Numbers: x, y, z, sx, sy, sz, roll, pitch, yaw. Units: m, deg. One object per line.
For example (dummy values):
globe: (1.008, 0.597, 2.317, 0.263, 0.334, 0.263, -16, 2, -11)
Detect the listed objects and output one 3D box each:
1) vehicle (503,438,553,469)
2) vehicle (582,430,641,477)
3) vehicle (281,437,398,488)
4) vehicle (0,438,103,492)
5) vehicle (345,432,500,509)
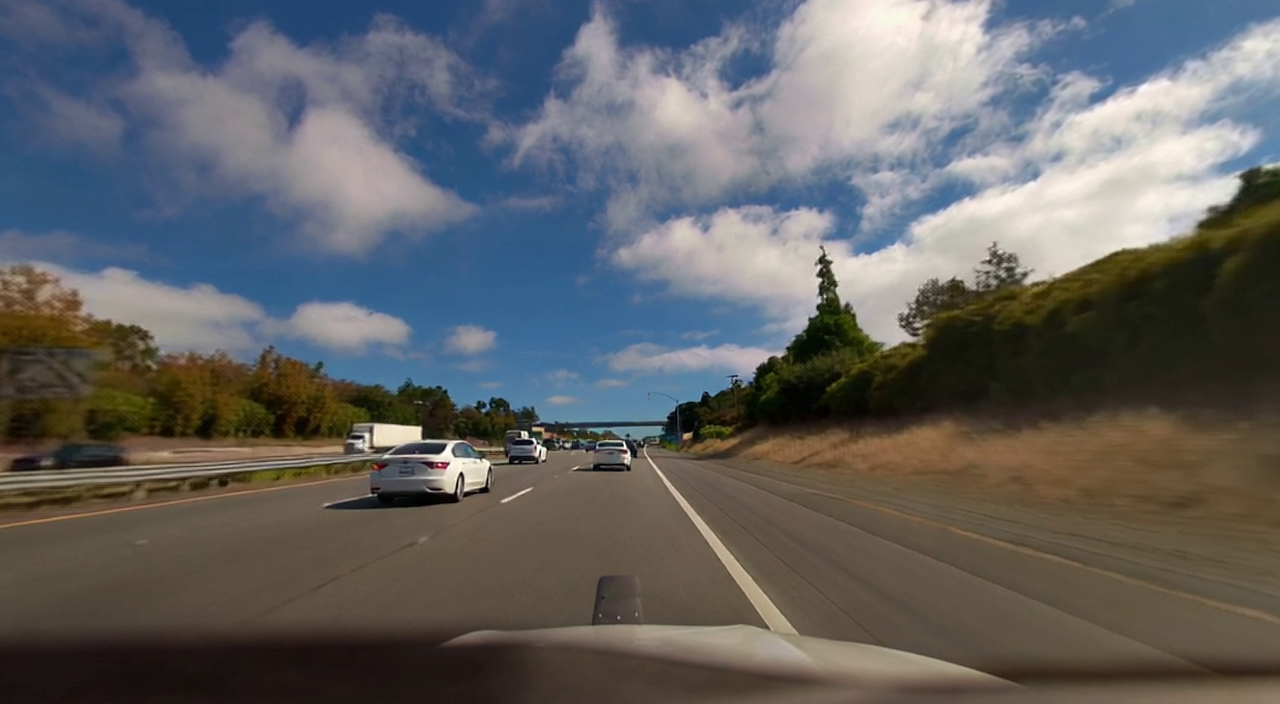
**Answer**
vehicle: (-5.526, 5.031, 31.405, 1.835, 1.432, 3.835, 0, -8, 0)
vehicle: (-1.073, 3.970, 24.930, 2.178, 1.658, 3.916, 0, -8, -1)
vehicle: (-9.497, 3.481, 20.254, 1.850, 1.439, 3.932, 0, -8, 0)
vehicle: (-21.899, 3.887, 21.900, 2.037, 1.740, 4.968, 0, -8, -1)
vehicle: (-4.703, 2.600, 14.414, 1.971, 1.464, 4.386, 0, -8, 0)
